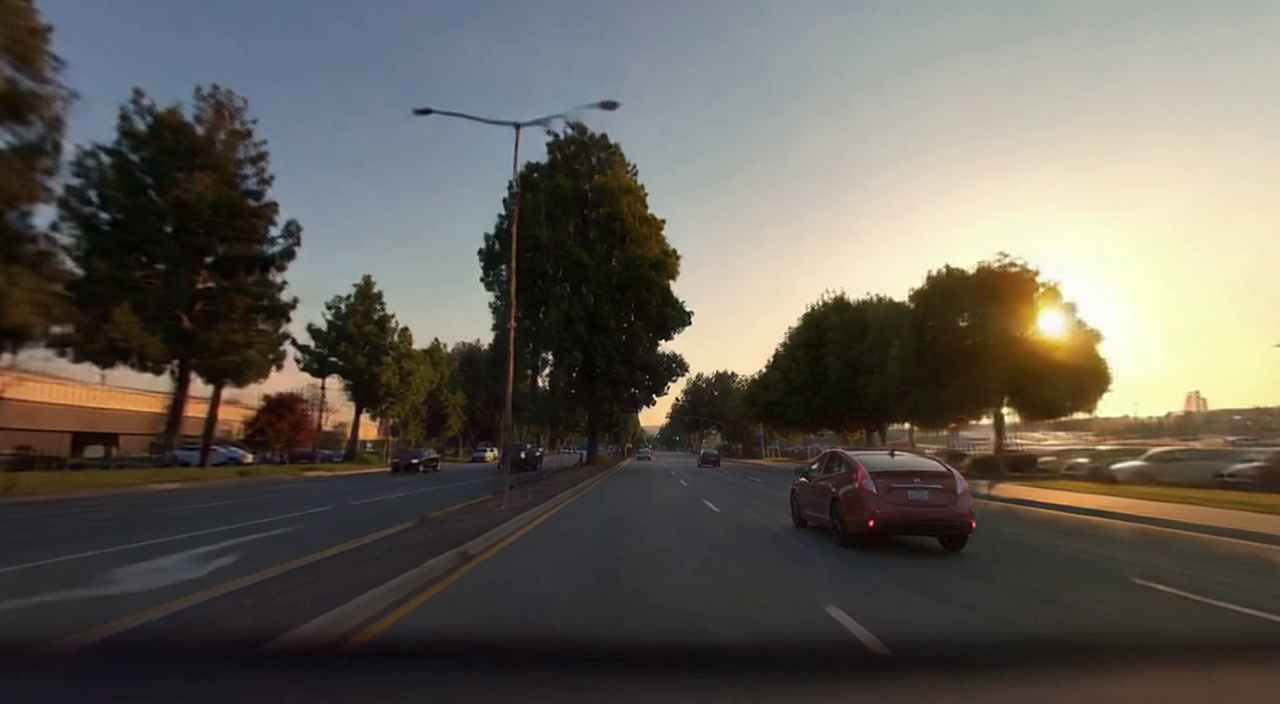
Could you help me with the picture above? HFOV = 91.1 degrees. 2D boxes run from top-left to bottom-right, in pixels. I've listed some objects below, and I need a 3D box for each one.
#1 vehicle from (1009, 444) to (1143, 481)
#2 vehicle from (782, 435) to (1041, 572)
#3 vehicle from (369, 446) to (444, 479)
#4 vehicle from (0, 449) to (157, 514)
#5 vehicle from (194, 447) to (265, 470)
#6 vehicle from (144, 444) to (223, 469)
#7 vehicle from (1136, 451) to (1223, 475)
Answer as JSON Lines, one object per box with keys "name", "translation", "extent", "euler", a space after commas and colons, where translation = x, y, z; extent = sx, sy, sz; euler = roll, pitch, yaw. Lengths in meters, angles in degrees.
{"name": "vehicle", "translation": [19.576, 4.957, 28.302], "extent": [4.648, 1.568, 1.919], "euler": [1, -9, -3]}
{"name": "vehicle", "translation": [3.555, 2.036, 9.309], "extent": [1.935, 1.501, 4.384], "euler": [0, -9, 1]}
{"name": "vehicle", "translation": [-11.863, 5.630, 32.261], "extent": [1.983, 1.567, 4.557], "euler": [0, -9, 1]}
{"name": "vehicle", "translation": [-15.774, 3.358, 16.796], "extent": [1.889, 1.463, 4.652], "euler": [0, -9, 1]}
{"name": "vehicle", "translation": [-28.315, 7.330, 43.461], "extent": [1.861, 1.451, 4.533], "euler": [0, -9, 0]}
{"name": "vehicle", "translation": [-31.545, 7.221, 43.553], "extent": [1.950, 1.569, 4.435], "euler": [0, -9, 2]}
{"name": "vehicle", "translation": [36.641, 7.512, 42.789], "extent": [1.804, 1.447, 4.676], "euler": [0, -9, 1]}
